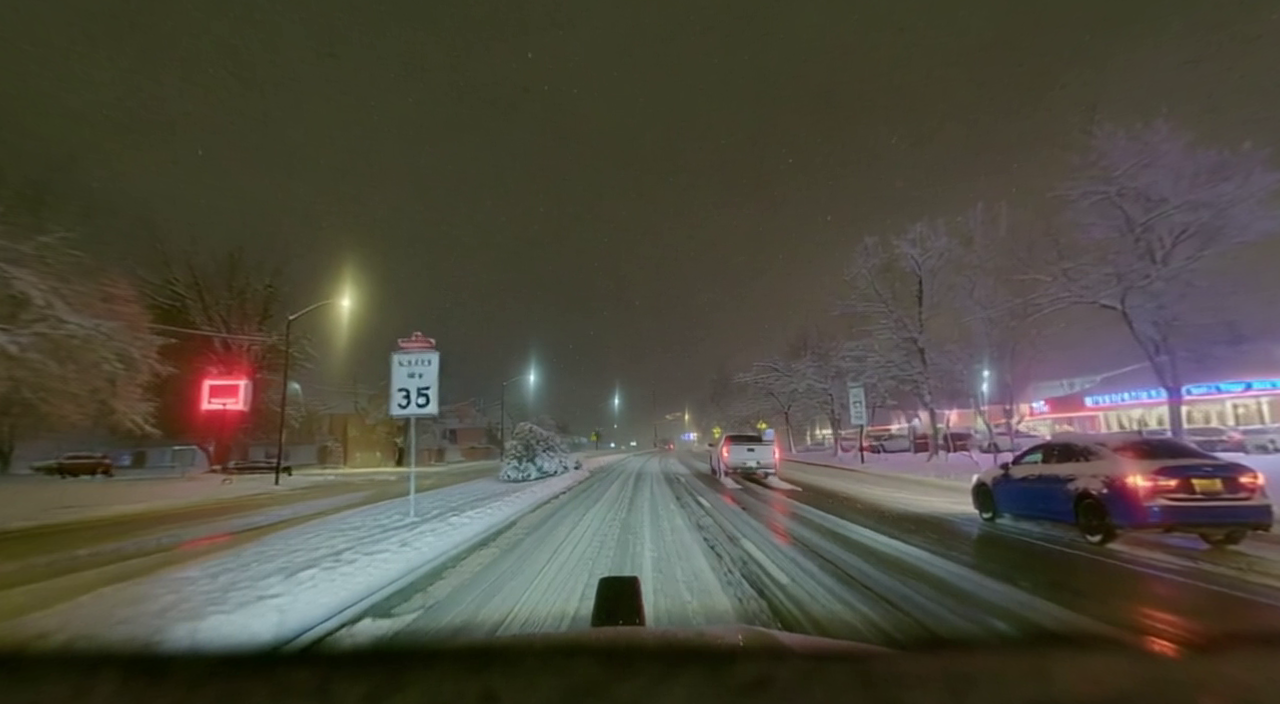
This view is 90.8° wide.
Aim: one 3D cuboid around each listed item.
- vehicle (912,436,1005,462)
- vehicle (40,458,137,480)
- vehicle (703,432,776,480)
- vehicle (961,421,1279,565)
[{"bbox_3d":[18.346,5.620,36.517,4.337,1.447,1.933,0,-8,0],"label":"vehicle"},{"bbox_3d":[-40.306,8.531,46.283,1.803,1.468,5.050,-7,-11,39],"label":"vehicle"},{"bbox_3d":[3.920,4.208,25.838,2.214,1.749,4.998,0,-8,1],"label":"vehicle"},{"bbox_3d":[6.612,1.786,8.776,1.986,1.480,4.296,0,-8,-1],"label":"vehicle"}]
